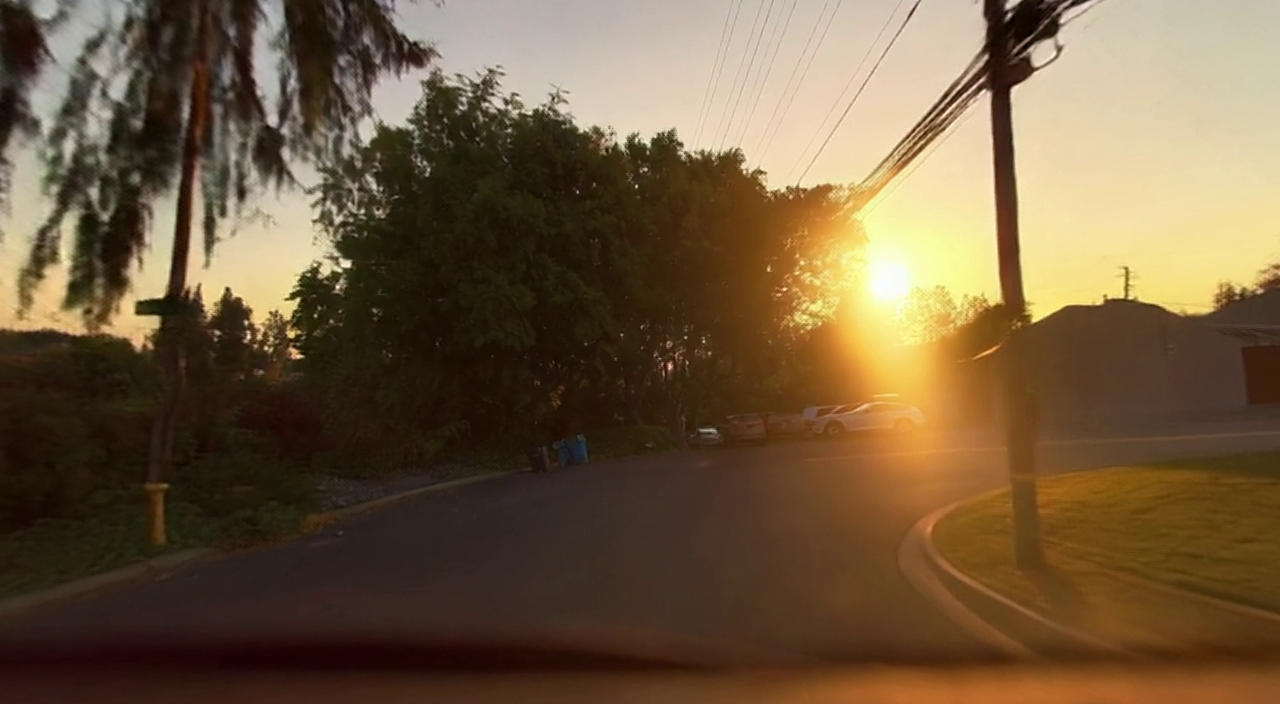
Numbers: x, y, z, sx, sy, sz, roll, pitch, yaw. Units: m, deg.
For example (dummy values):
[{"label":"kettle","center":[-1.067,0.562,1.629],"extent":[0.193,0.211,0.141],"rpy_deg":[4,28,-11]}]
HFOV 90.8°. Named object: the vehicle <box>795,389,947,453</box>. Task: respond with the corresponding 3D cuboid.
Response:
[{"label":"vehicle","center":[7.858,2.409,21.528],"extent":[4.780,1.984,1.896],"rpy_deg":[4,-9,-24]}]
